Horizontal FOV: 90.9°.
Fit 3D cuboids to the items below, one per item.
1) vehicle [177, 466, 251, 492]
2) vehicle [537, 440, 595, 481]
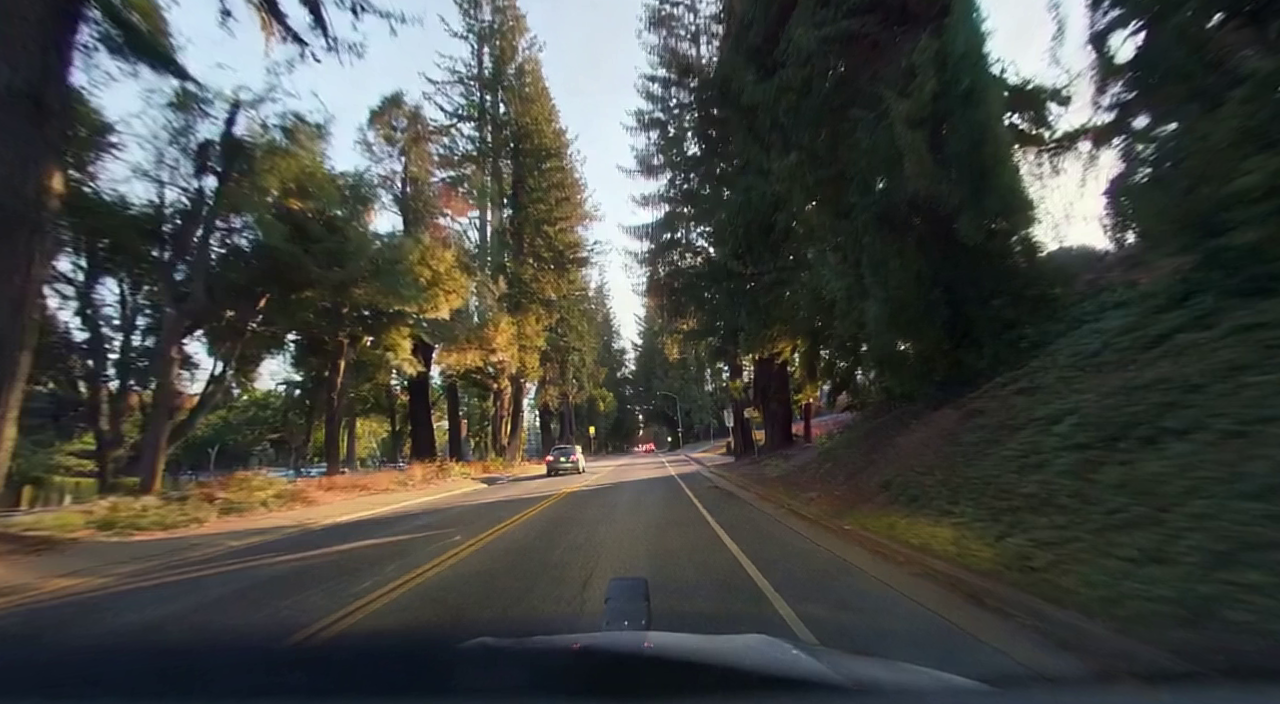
[{"bbox_3d":[-29.491,8.779,43.828,1.912,1.475,4.918,0,-8,-3],"label":"vehicle"},{"bbox_3d":[-3.324,4.968,29.171,2.016,1.694,4.335,0,-8,1],"label":"vehicle"}]
